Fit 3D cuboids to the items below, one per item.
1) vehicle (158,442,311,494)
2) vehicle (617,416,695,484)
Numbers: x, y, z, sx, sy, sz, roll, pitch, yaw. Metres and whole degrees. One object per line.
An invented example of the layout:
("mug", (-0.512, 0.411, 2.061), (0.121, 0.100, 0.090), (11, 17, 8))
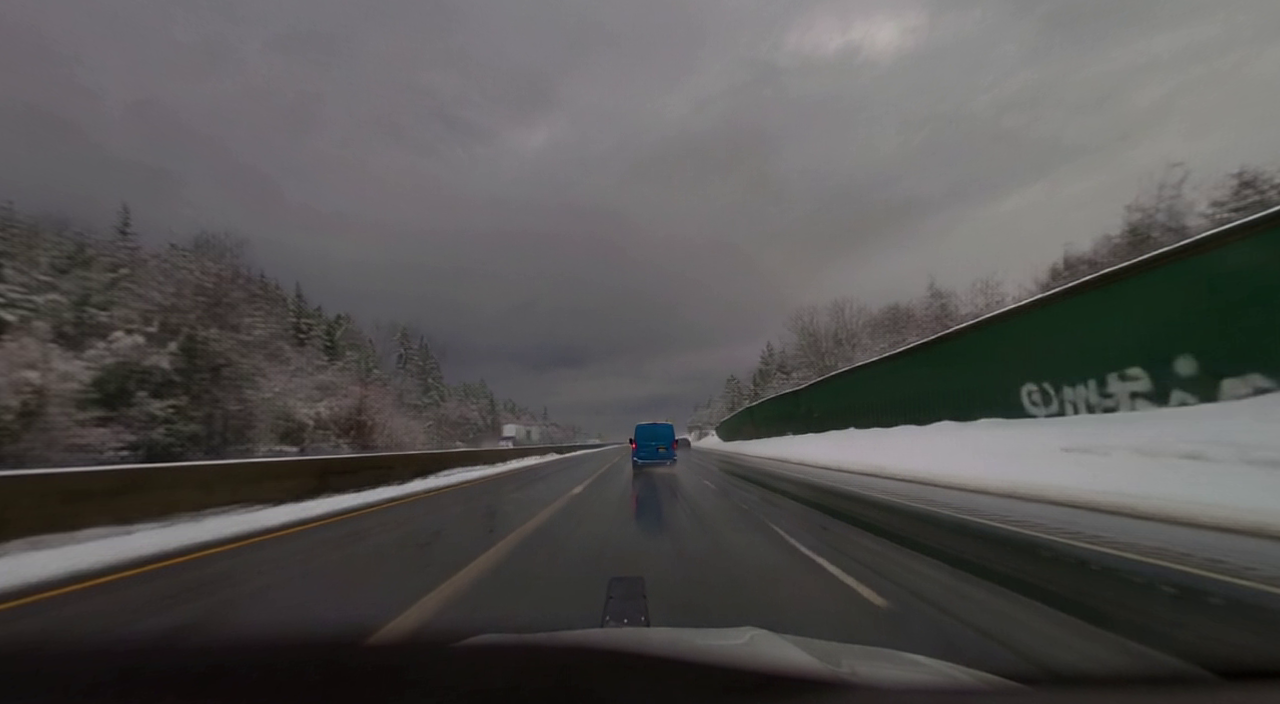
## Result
("vehicle", (-12.936, 3.693, 20.464), (2.107, 1.507, 4.206), (0, -8, 1))
("vehicle", (0.484, 3.196, 20.668), (2.283, 1.956, 4.421), (0, -8, 0))
